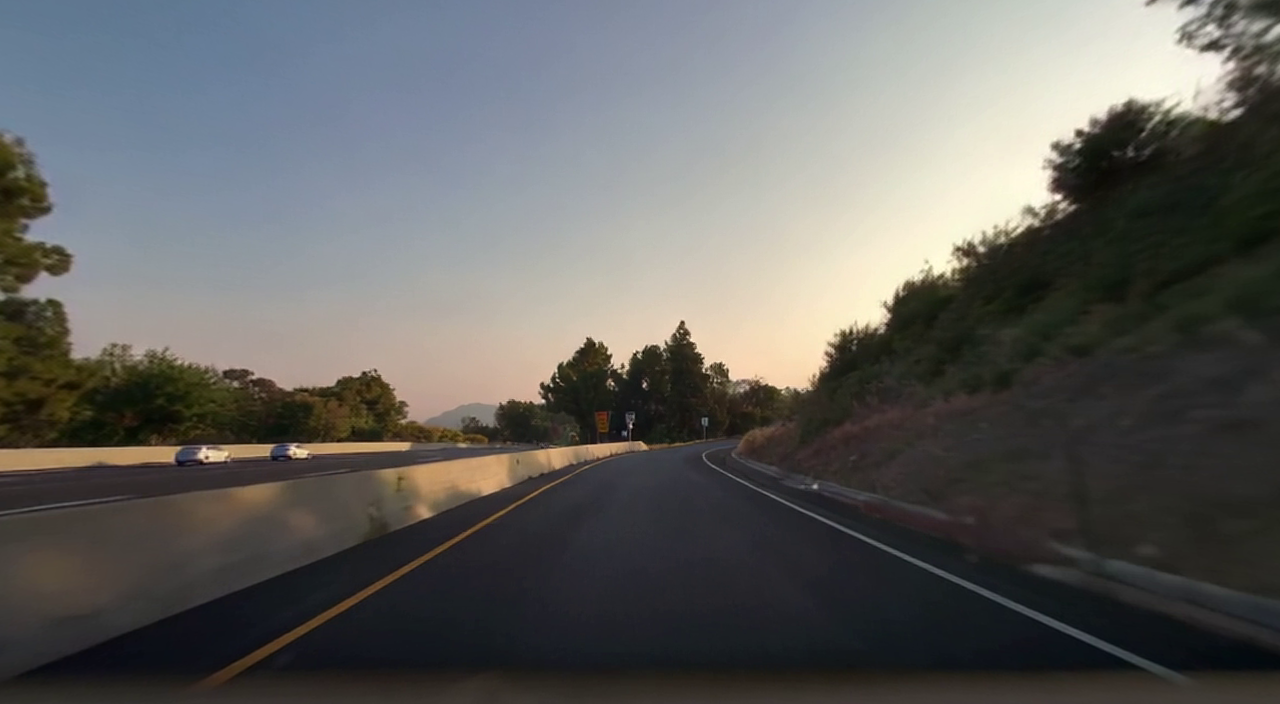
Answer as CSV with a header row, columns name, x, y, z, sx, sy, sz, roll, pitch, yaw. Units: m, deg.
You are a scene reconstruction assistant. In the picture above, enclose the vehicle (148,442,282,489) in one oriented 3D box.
name,x,y,z,sx,sy,sz,roll,pitch,yaw
vehicle,-14.781,3.915,22.192,1.895,1.451,4.168,0,-8,-2
